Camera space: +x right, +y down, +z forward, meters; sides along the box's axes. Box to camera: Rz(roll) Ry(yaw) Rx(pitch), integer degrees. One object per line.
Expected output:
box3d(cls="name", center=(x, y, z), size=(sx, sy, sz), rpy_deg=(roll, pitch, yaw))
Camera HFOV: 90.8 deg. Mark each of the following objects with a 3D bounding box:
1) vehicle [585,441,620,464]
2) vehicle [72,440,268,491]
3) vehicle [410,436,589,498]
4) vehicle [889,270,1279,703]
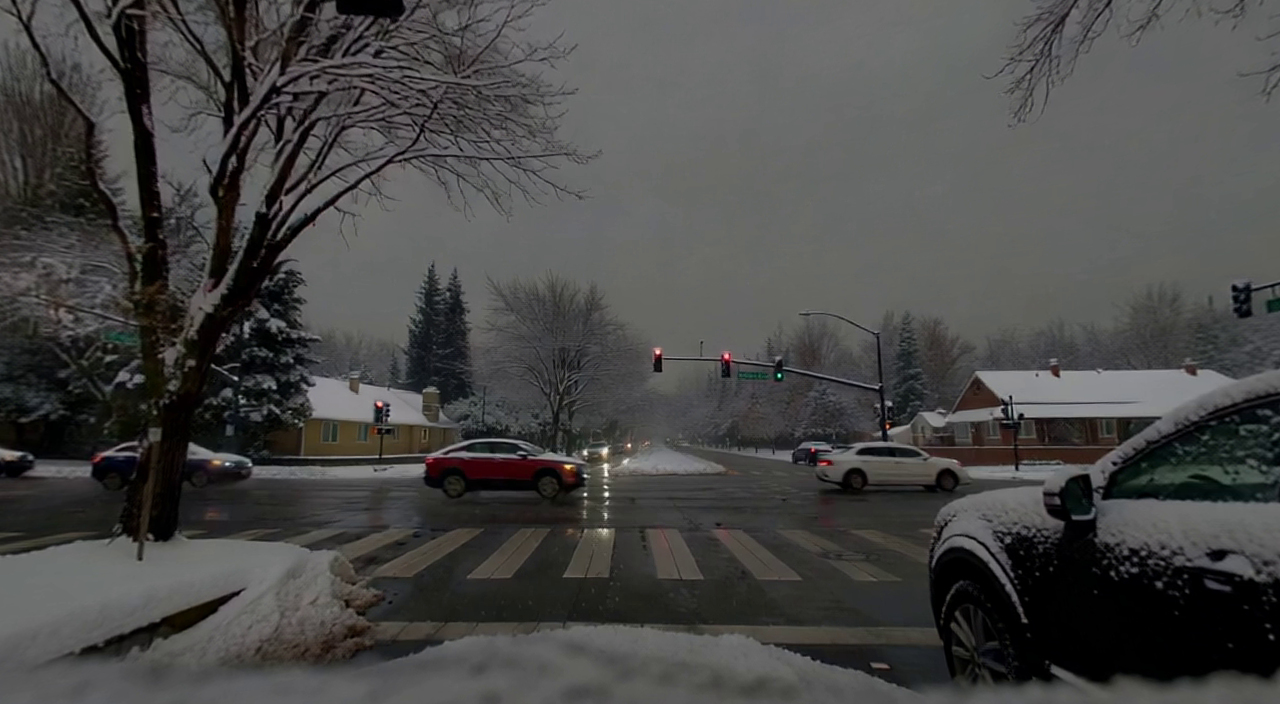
box3d(cls="vehicle", center=(-2.429, 6.710, 42.265), size=(2.046, 1.491, 4.118), rpy_deg=(0, -9, 1))
box3d(cls="vehicle", center=(-14.609, 3.531, 19.868), size=(4.537, 1.501, 1.950), rpy_deg=(0, -9, -1))
box3d(cls="vehicle", center=(-3.575, 3.015, 16.716), size=(4.290, 1.518, 1.888), rpy_deg=(0, -8, -1))
box3d(cls="vehicle", center=(2.706, 0.711, 1.727), size=(2.085, 1.800, 4.908), rpy_deg=(0, -9, 1))
